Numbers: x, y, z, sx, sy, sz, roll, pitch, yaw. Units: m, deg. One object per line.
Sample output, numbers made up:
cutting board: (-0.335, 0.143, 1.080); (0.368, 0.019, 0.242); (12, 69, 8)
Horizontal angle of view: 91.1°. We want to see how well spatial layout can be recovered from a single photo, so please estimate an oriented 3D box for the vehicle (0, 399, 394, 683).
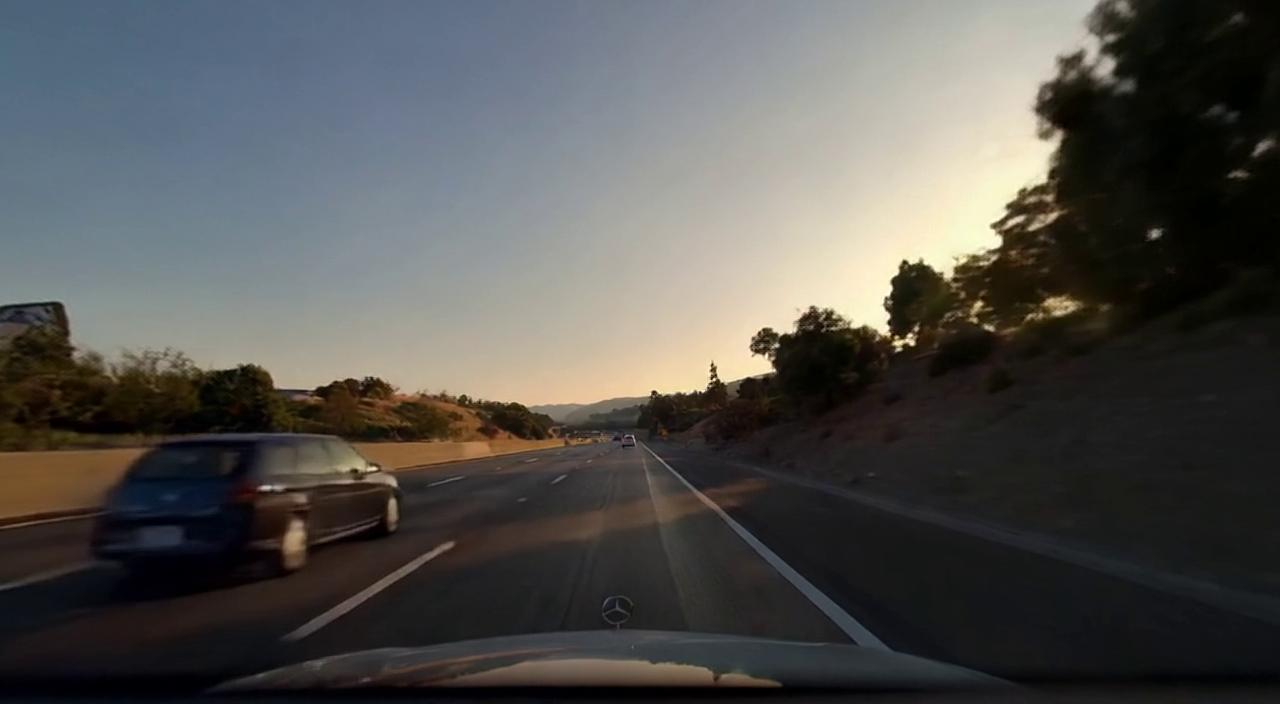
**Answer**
vehicle: (-4.448, 1.403, 6.083); (2.129, 1.588, 4.980); (0, -8, 0)
